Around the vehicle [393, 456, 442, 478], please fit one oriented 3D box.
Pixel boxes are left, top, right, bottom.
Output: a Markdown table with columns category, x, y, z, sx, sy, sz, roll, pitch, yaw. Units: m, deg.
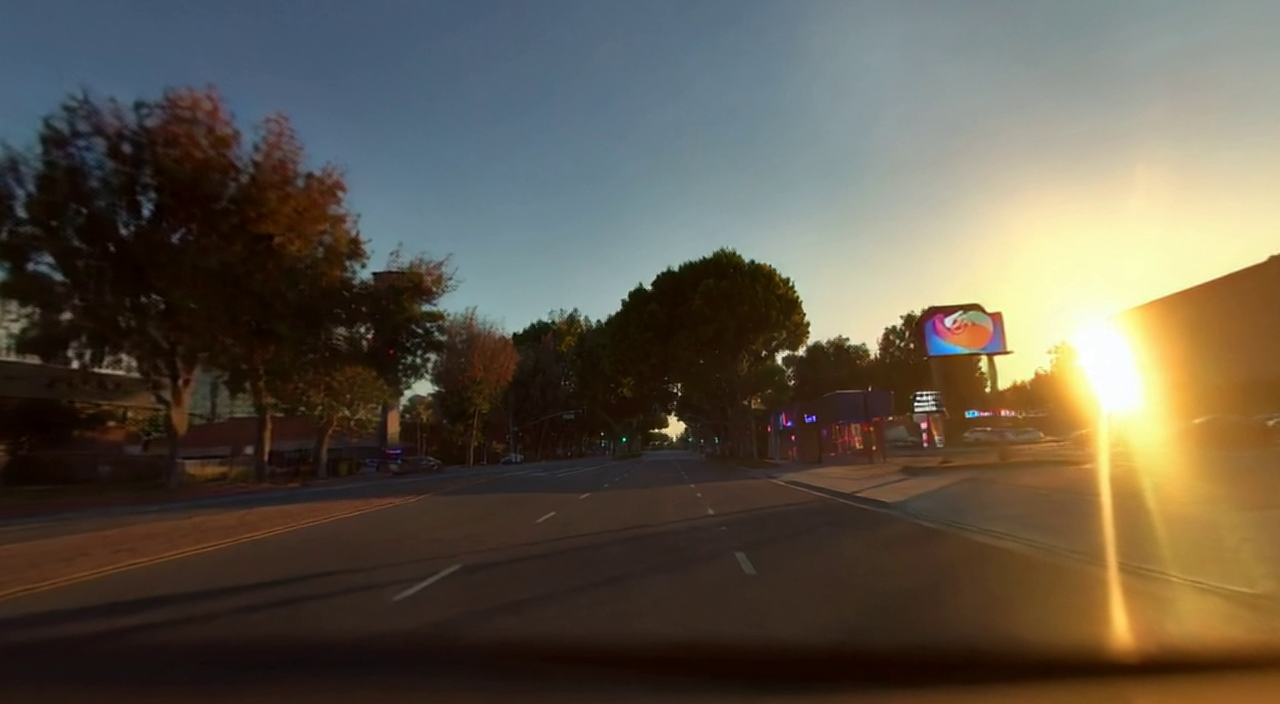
| category | x | y | z | sx | sy | sz | roll | pitch | yaw |
| --- | --- | --- | --- | --- | --- | --- | --- | --- | --- |
| vehicle | -16.732 | 8.658 | 47.548 | 1.938 | 1.465 | 4.744 | -2 | -9 | 1 |
